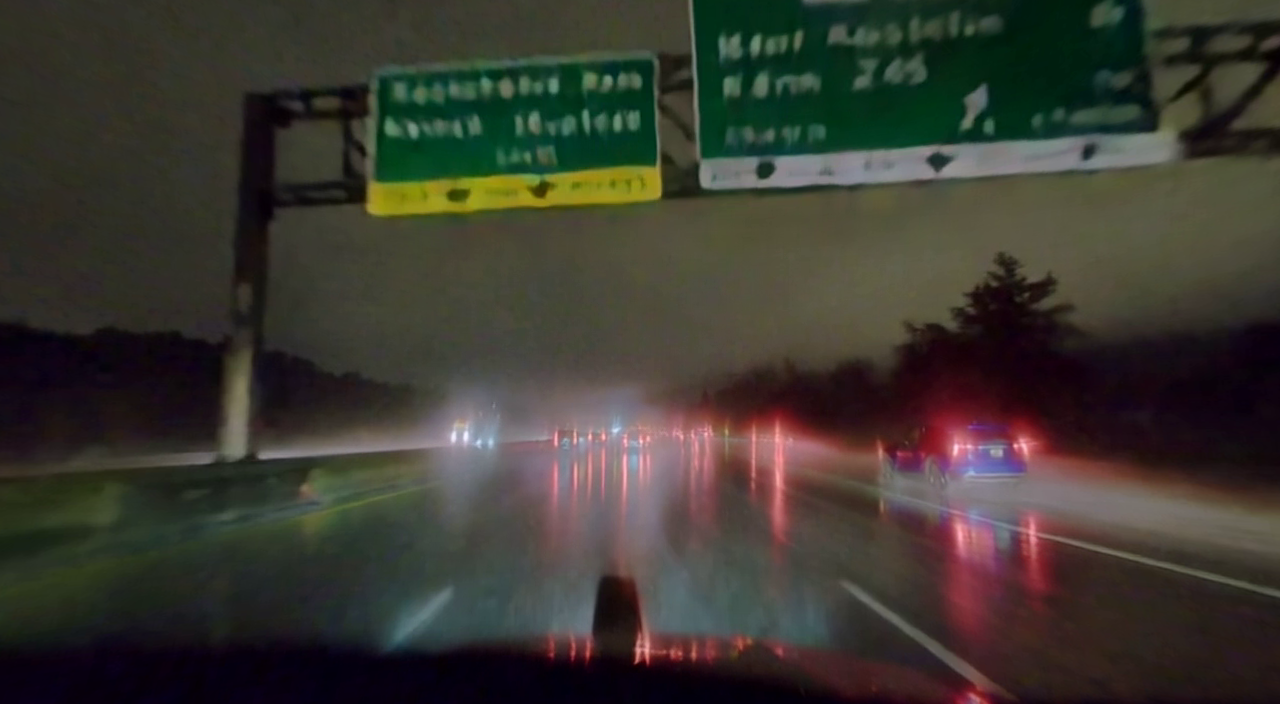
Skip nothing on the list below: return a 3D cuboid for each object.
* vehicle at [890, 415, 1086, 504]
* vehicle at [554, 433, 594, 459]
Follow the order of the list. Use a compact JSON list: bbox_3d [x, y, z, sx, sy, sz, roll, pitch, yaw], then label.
[{"bbox_3d":[7.303,2.276,13.769,1.956,1.634,3.935,0,-8,-1],"label":"vehicle"},{"bbox_3d":[-3.967,5.688,38.296,2.032,1.465,4.316,0,-8,-1],"label":"vehicle"}]
